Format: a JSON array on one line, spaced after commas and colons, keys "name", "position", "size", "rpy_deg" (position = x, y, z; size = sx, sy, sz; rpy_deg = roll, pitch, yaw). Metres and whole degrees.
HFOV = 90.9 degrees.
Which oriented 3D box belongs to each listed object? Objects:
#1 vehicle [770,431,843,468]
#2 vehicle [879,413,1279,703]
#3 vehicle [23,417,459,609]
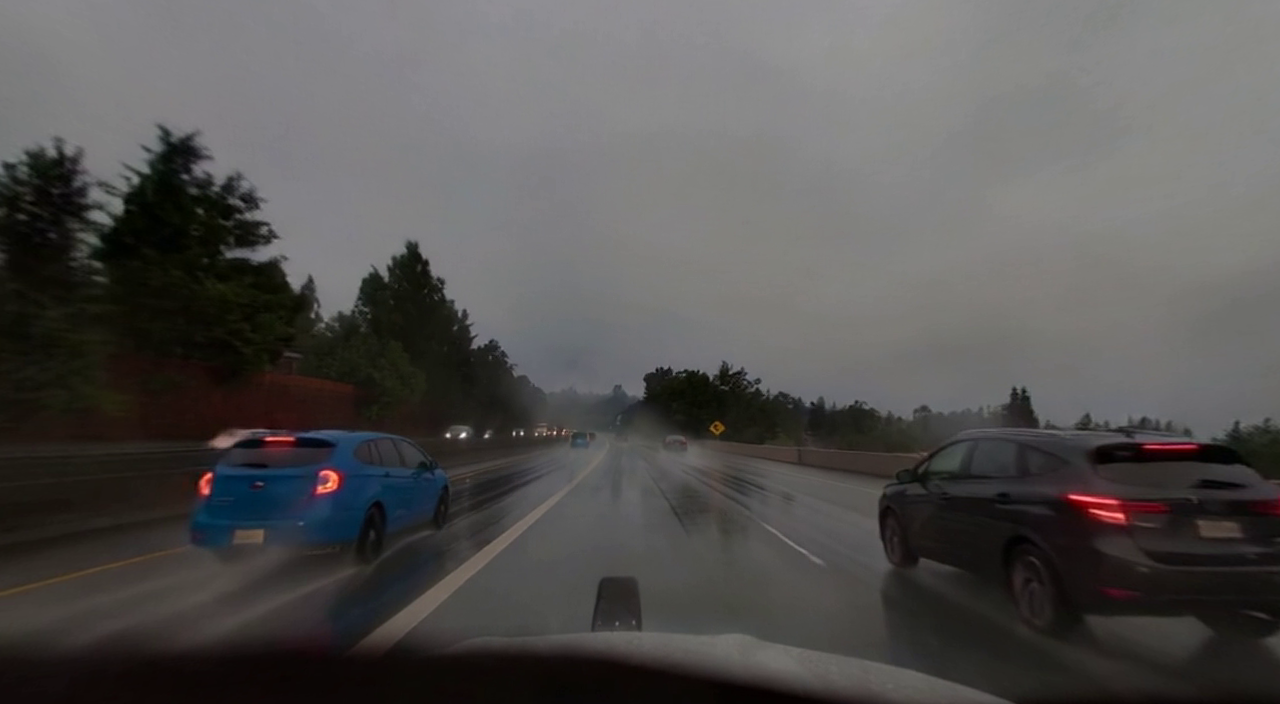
[{"name": "vehicle", "position": [8.080, 4.772, 31.088], "size": [2.156, 1.679, 4.492], "rpy_deg": [0, -8, -3]}, {"name": "vehicle", "position": [3.724, 1.350, 5.238], "size": [1.883, 1.536, 3.792], "rpy_deg": [0, -8, -2]}, {"name": "vehicle", "position": [-3.929, 1.628, 7.581], "size": [2.032, 1.535, 4.889], "rpy_deg": [0, -8, 0]}]
